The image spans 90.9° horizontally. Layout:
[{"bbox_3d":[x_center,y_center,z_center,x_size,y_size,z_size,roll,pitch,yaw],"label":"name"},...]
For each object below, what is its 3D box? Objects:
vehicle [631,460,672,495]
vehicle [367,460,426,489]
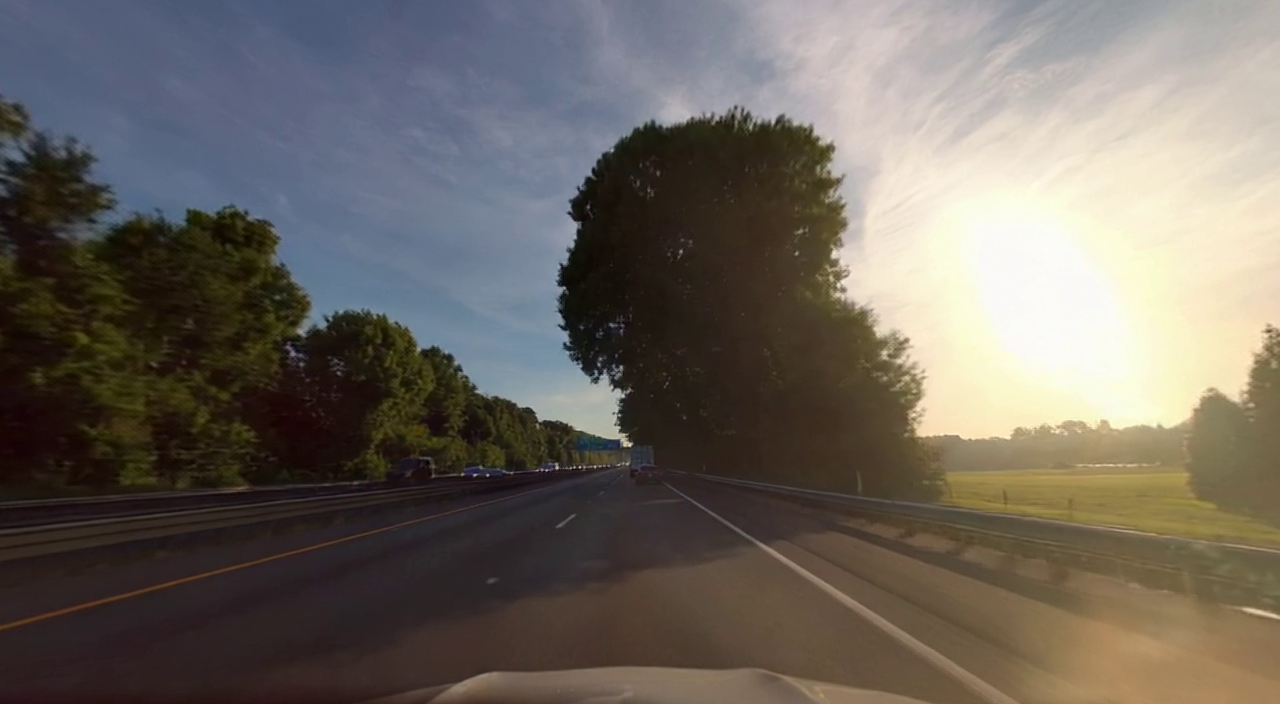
[{"bbox_3d":[0.565,6.588,33.324,2.048,1.663,4.377,1,-10,0],"label":"vehicle"},{"bbox_3d":[-14.887,7.516,38.798,1.892,1.594,4.384,1,-10,-1],"label":"vehicle"}]
